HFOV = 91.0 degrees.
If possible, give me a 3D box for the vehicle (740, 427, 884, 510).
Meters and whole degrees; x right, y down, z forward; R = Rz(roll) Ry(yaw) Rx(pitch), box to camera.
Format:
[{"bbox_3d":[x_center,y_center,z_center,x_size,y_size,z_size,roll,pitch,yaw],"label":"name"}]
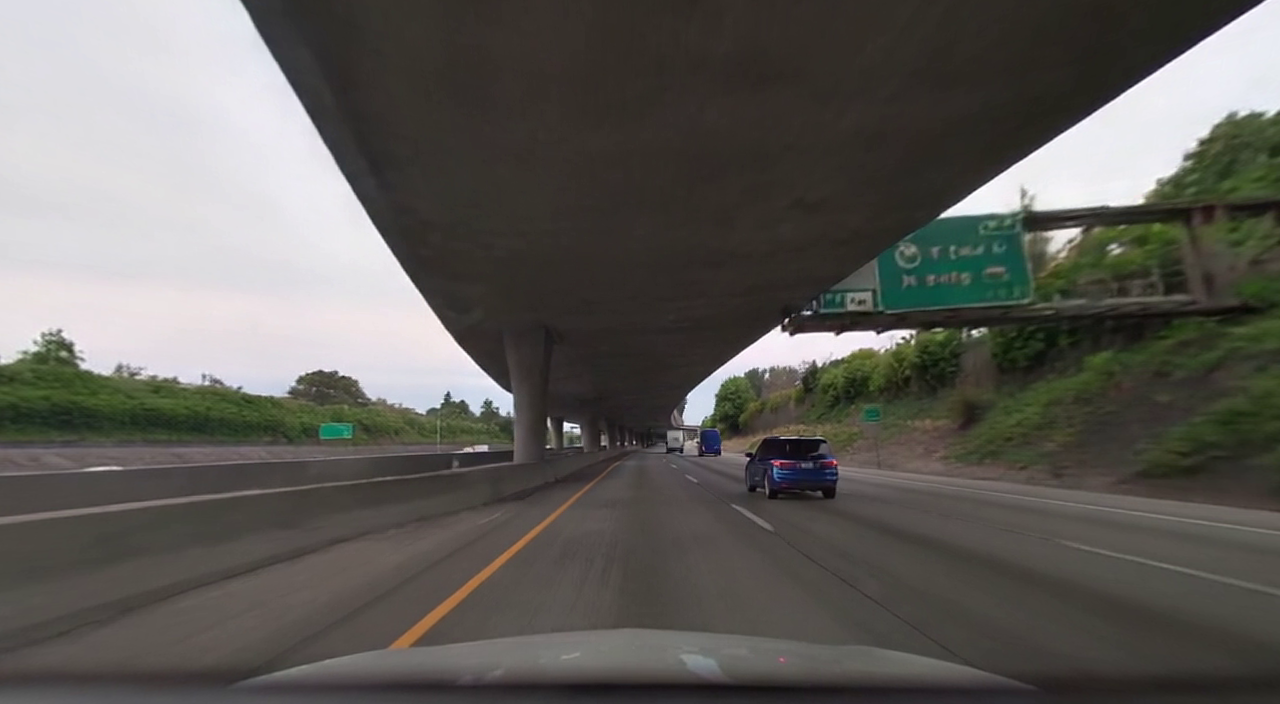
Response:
[{"bbox_3d":[3.892,2.725,15.203,2.148,1.691,4.443,0,-8,-1],"label":"vehicle"}]
